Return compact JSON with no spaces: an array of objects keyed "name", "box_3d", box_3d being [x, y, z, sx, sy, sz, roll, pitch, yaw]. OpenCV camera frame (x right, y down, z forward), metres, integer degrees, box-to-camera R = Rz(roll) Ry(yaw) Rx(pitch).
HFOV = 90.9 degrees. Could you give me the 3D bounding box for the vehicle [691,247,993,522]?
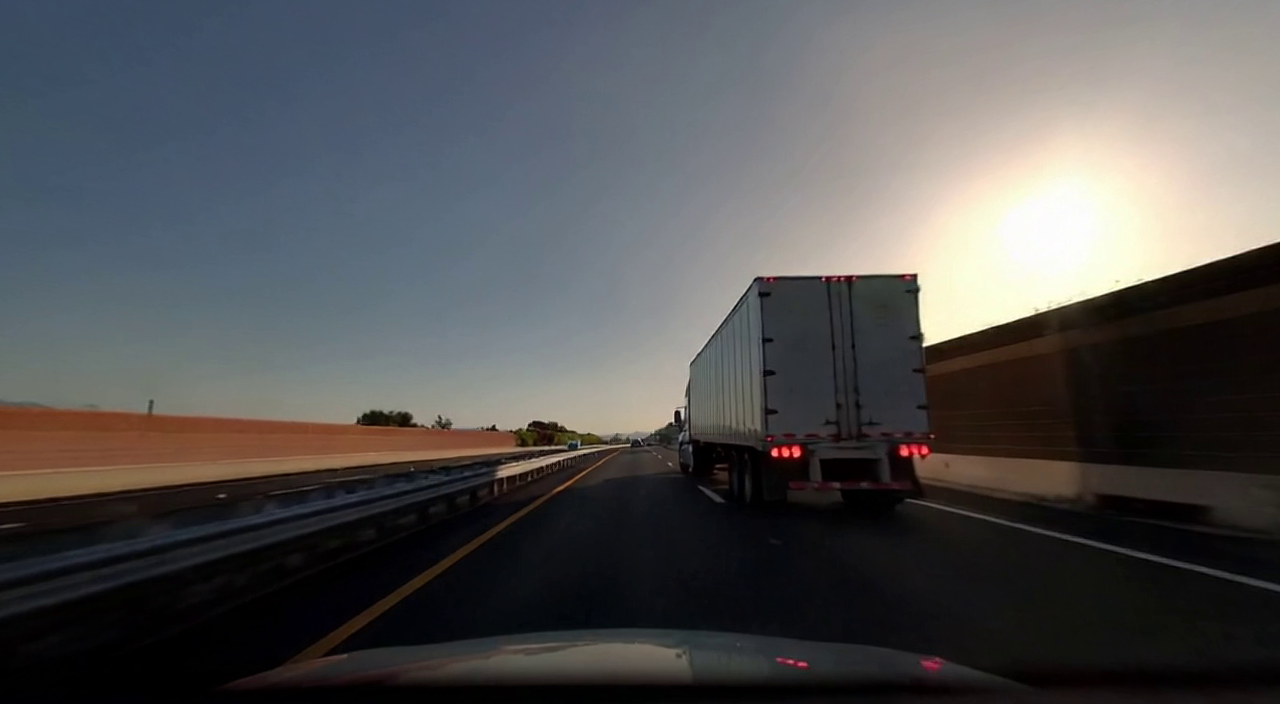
[{"name":"vehicle","box_3d":[3.456,1.329,16.009,2.924,4.024,13.639,0,-8,-1]}]
